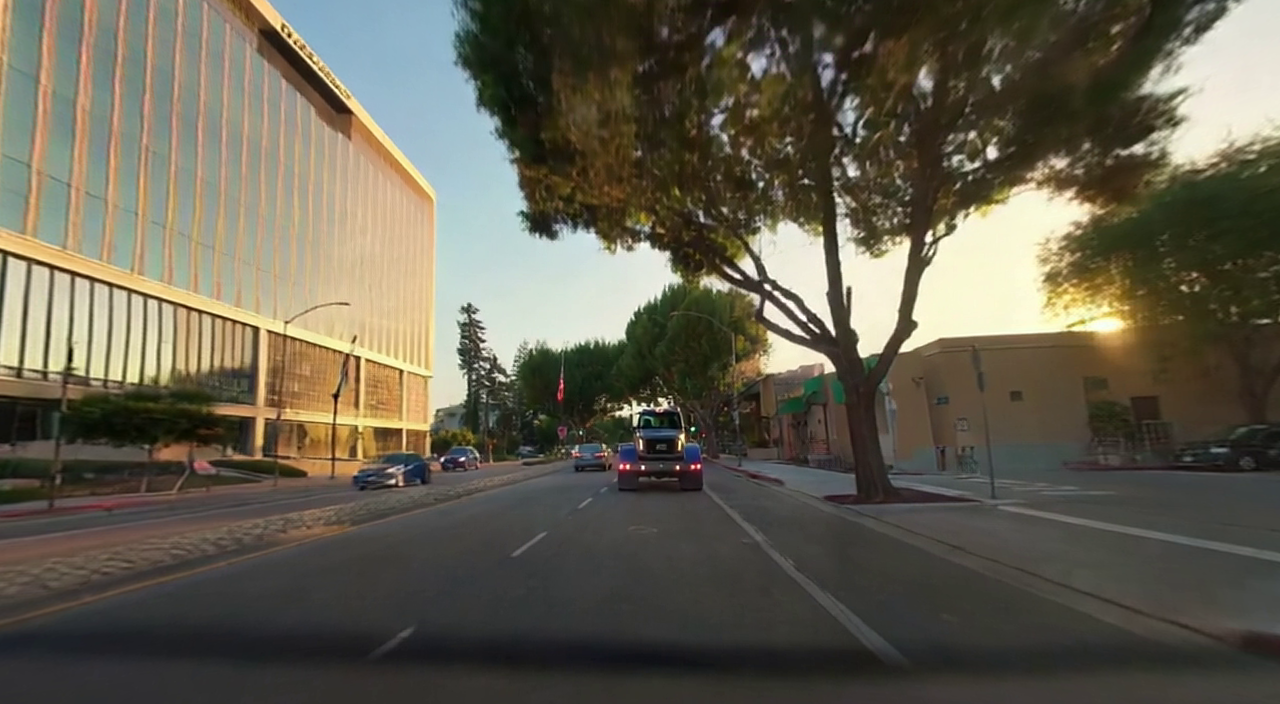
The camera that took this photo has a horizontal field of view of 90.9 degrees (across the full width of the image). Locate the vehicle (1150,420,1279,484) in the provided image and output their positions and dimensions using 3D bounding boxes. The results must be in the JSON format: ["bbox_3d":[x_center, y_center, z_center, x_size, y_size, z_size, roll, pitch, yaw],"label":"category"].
[{"bbox_3d":[17.030,2.761,17.661,1.845,1.593,3.941,0,-8,-8],"label":"vehicle"}]

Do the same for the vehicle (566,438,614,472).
[{"bbox_3d":[-2.634,5.573,34.231,2.081,1.688,4.235,0,-9,2],"label":"vehicle"}]

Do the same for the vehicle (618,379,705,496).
[{"bbox_3d":[0.598,3.375,24.570,2.552,3.461,11.044,-1,-8,-1],"label":"vehicle"}]

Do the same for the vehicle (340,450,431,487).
[{"bbox_3d":[-11.331,5.187,28.467,1.939,1.496,4.678,-1,-9,3],"label":"vehicle"}]

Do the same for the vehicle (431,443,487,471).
[{"bbox_3d":[-13.786,8.029,48.395,2.225,1.946,6.187,0,-9,2],"label":"vehicle"}]
